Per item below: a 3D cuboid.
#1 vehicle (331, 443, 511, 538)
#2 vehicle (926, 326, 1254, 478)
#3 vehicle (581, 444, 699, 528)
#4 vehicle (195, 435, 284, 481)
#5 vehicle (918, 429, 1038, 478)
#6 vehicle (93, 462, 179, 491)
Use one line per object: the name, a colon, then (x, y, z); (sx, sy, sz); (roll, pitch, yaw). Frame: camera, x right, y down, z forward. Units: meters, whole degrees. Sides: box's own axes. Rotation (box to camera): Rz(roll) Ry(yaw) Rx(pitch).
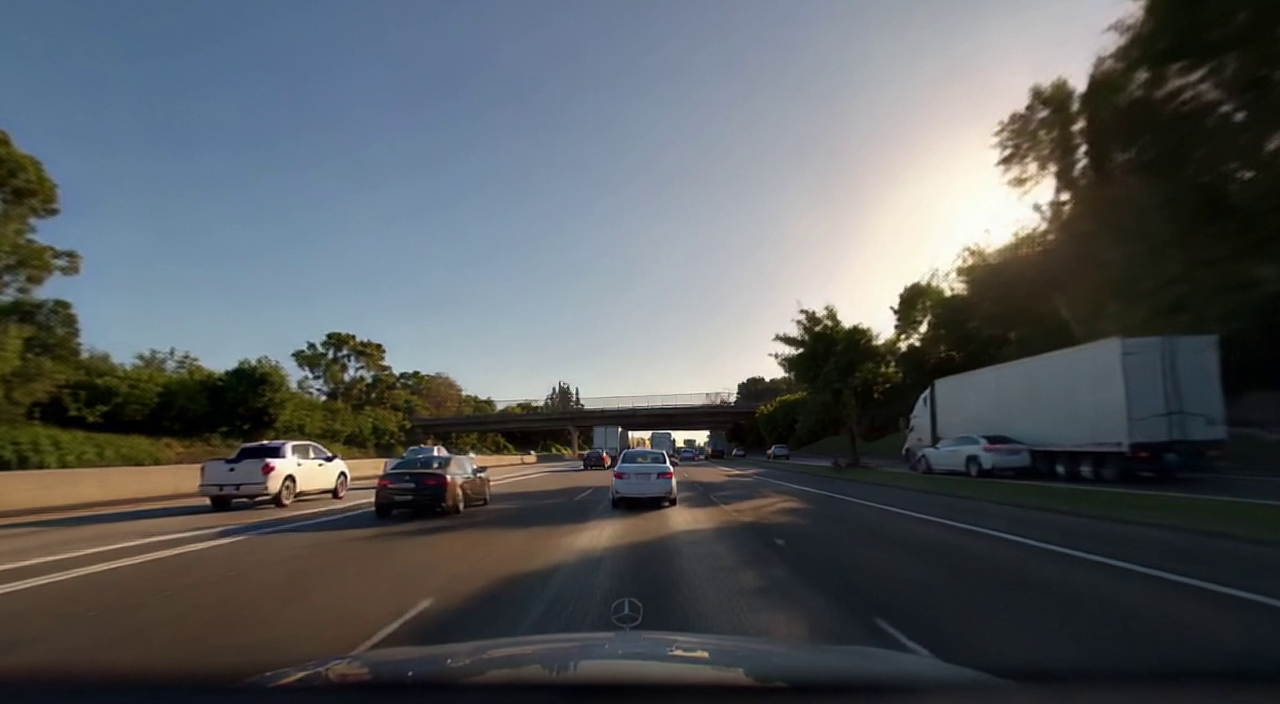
vehicle: (-4.000, 2.593, 12.434); (1.929, 1.509, 4.331); (0, -9, 1)
vehicle: (14.963, 2.305, 23.369); (2.825, 4.085, 12.815); (0, -9, 1)
vehicle: (0.011, 2.656, 13.009); (2.057, 1.449, 3.931); (0, -9, 0)
vehicle: (-31.555, 8.393, 49.949); (2.761, 3.380, 5.944); (-1, -9, 4)
vehicle: (11.330, 3.446, 21.488); (1.892, 1.504, 4.000); (0, -9, 0)
vehicle: (-27.150, 6.697, 34.079); (1.691, 1.381, 3.503); (0, -9, 1)
